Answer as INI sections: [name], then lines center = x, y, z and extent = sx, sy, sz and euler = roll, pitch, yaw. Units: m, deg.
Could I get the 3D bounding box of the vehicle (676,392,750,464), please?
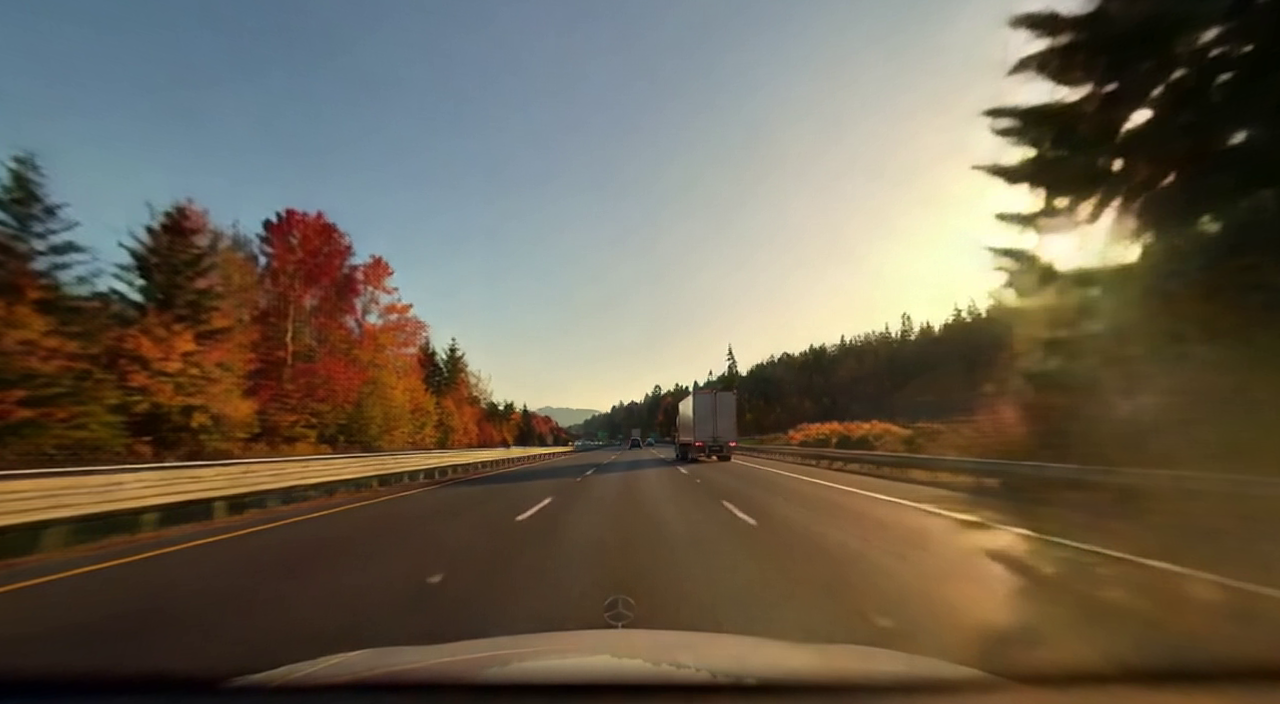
[vehicle]
center = 4.180, 4.744, 38.454
extent = 3.348, 3.847, 8.908
euler = 0, -8, -1
